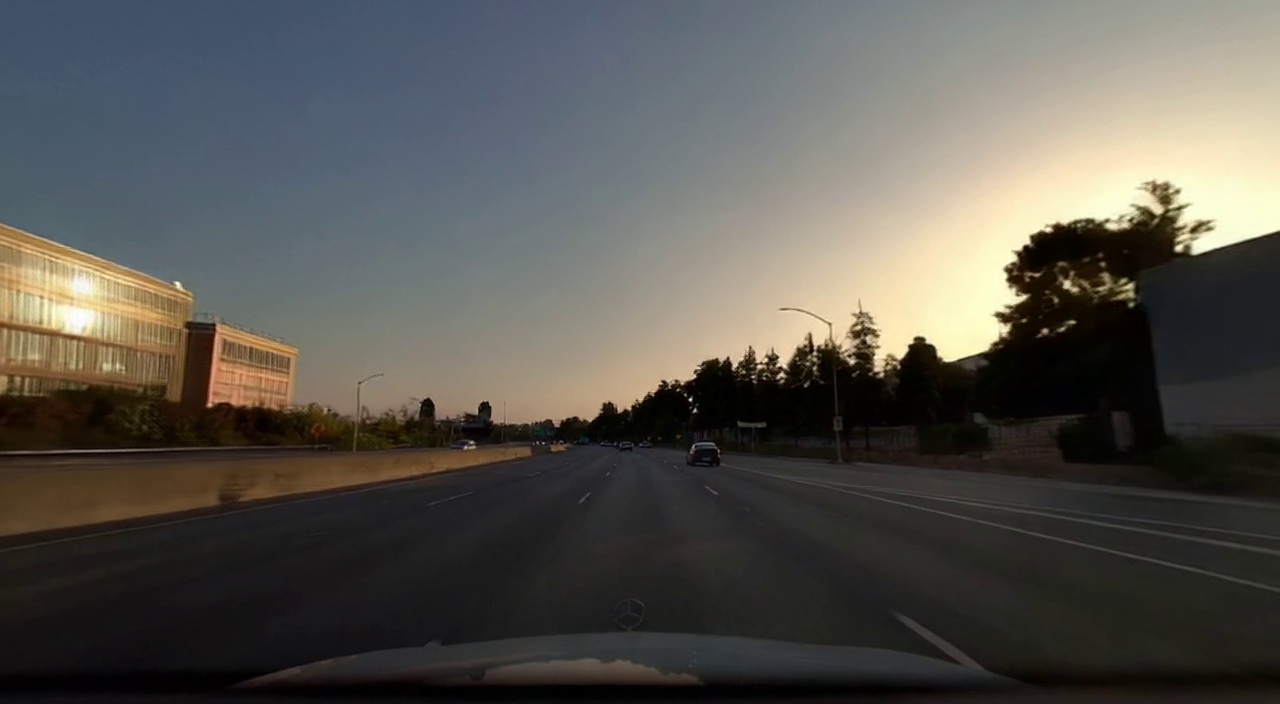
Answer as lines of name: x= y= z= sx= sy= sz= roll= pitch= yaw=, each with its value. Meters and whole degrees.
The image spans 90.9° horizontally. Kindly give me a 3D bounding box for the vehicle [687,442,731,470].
vehicle: x=3.864 y=5.867 z=35.929 sx=1.926 sy=1.477 sz=4.025 roll=0 pitch=-8 yaw=-2
